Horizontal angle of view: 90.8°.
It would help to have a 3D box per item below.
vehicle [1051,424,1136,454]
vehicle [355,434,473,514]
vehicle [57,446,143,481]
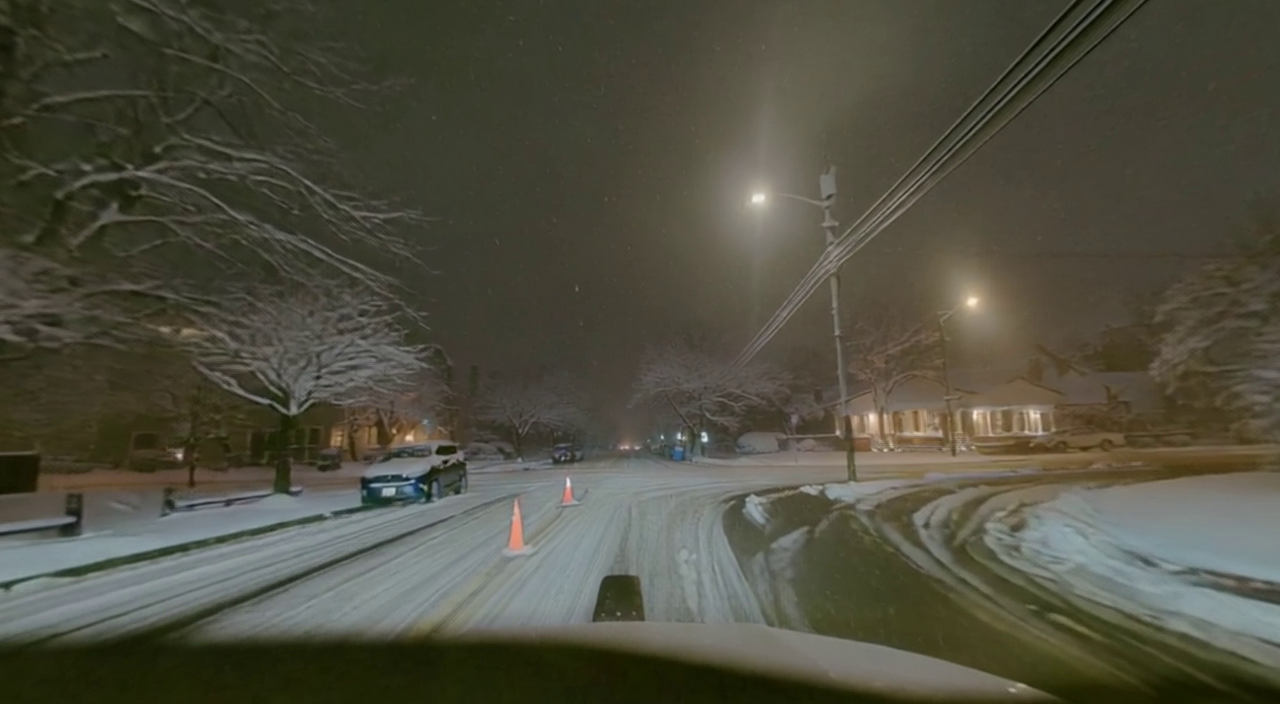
[{"bbox_3d":[29.966,5.714,41.936,1.923,1.805,4.876,-2,-6,-1],"label":"vehicle"},{"bbox_3d":[-6.076,3.247,17.580,2.087,1.835,4.445,-1,-7,-6],"label":"vehicle"},{"bbox_3d":[-35.933,7.389,42.181,1.821,1.691,4.510,-1,-3,0],"label":"vehicle"}]
